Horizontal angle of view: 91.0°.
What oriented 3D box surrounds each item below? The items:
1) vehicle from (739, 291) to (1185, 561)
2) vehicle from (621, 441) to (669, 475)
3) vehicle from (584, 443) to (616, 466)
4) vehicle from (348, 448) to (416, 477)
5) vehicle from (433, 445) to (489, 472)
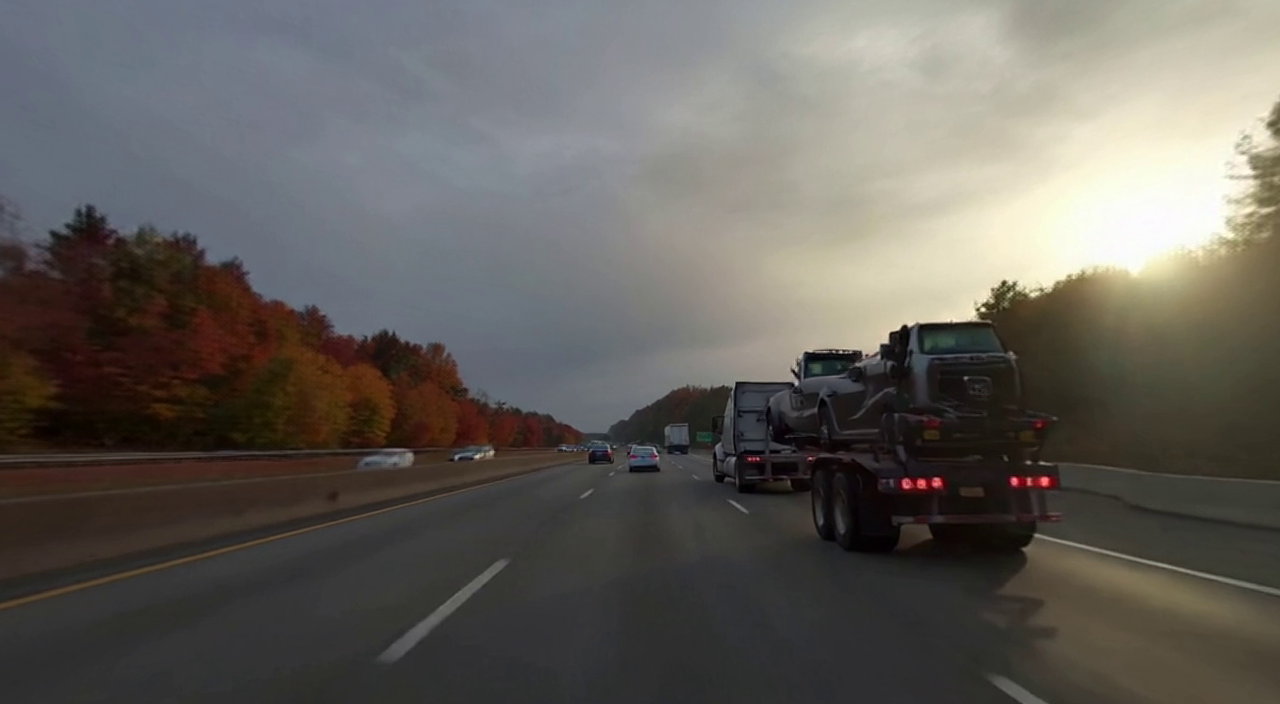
[{"bbox_3d":[4.863,1.806,14.137,3.150,3.257,13.098,0,-8,0],"label":"vehicle"},{"bbox_3d":[0.268,5.074,30.320,2.152,1.484,4.211,0,-8,1],"label":"vehicle"},{"bbox_3d":[-2.761,7.181,44.240,1.928,1.464,3.706,0,-8,1],"label":"vehicle"},{"bbox_3d":[-14.317,6.129,35.146,1.844,1.493,4.292,0,-8,2],"label":"vehicle"},{"bbox_3d":[-10.364,6.183,36.736,1.955,1.488,4.226,0,-8,1],"label":"vehicle"}]
